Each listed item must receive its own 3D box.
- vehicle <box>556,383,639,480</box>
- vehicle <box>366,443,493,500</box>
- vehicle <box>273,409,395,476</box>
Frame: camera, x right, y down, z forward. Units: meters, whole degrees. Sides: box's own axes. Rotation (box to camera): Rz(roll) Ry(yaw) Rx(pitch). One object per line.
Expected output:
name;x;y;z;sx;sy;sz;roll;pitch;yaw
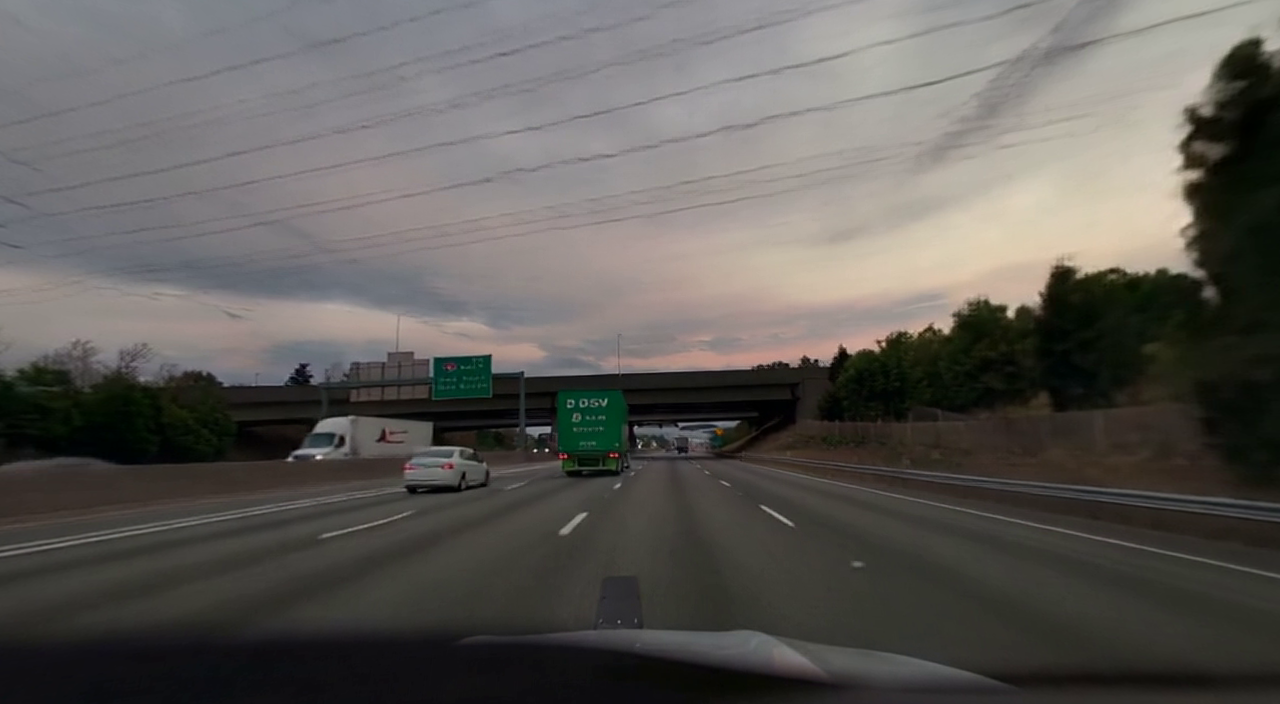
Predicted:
vehicle;-1.759;4.284;32.500;3.025;4.002;12.709;0;-9;2
vehicle;-5.994;3.453;18.630;1.958;1.467;4.737;0;-9;2
vehicle;-20.820;6.358;43.847;2.942;4.086;10.219;-1;-9;2
